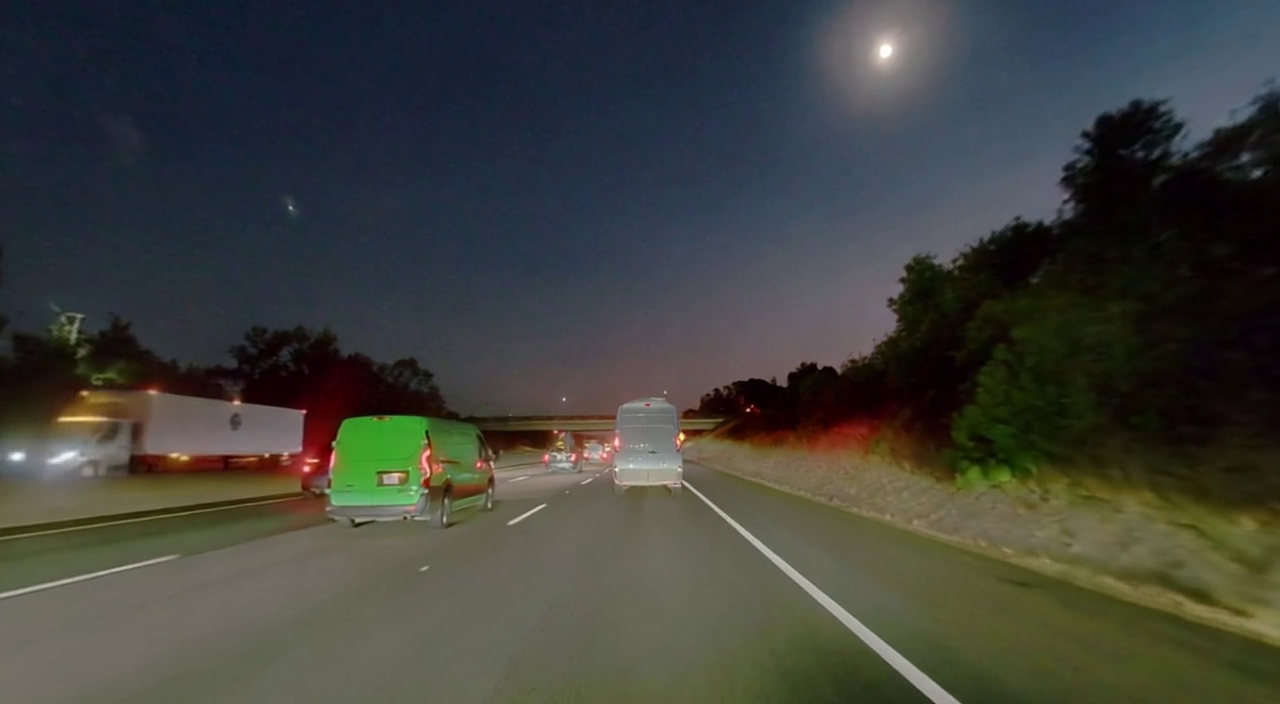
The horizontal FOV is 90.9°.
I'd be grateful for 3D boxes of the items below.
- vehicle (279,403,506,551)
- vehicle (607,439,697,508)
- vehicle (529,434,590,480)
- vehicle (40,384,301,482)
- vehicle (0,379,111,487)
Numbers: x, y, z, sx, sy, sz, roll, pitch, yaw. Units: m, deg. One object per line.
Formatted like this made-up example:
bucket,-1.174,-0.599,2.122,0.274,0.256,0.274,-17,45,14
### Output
vehicle,-3.601,1.913,10.115,1.951,1.882,3.979,0,-9,0
vehicle,0.249,2.945,15.609,1.991,1.507,3.391,0,-9,-1
vehicle,-3.418,4.596,27.688,2.068,1.862,4.234,0,-9,1
vehicle,-23.514,4.491,33.523,2.813,4.101,14.020,0,-9,1
vehicle,-23.665,3.203,24.934,2.891,4.015,2.438,0,-9,3
